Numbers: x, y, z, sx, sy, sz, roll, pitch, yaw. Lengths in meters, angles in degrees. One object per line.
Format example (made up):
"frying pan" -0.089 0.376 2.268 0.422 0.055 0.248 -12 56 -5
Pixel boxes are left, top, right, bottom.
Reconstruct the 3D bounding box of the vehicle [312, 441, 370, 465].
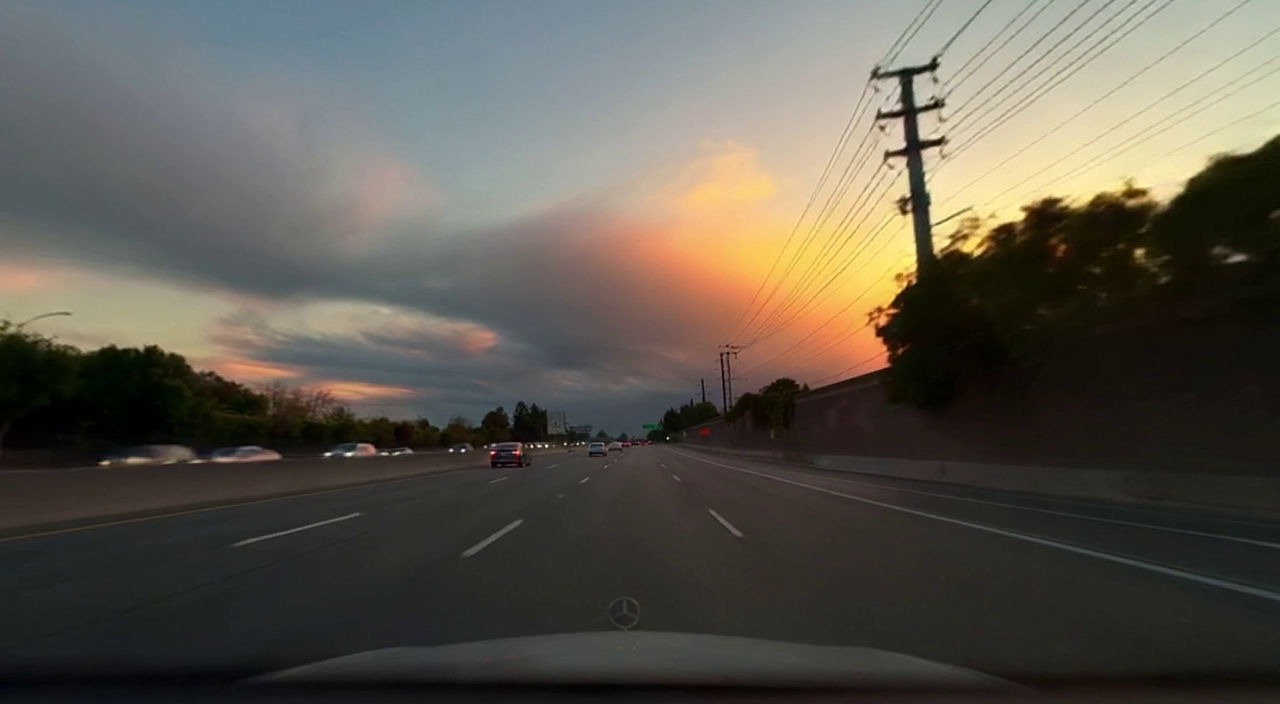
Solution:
"vehicle" -21.621 7.340 45.763 1.934 1.598 4.794 0 -9 0

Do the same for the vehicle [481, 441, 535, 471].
"vehicle" -7.412 5.877 35.793 2.034 1.563 4.476 0 -9 1

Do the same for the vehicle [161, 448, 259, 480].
"vehicle" -21.679 5.649 31.989 1.855 1.496 4.408 0 -9 0

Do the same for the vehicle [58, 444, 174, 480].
"vehicle" -25.382 5.320 30.728 1.897 1.611 4.344 0 -9 0
